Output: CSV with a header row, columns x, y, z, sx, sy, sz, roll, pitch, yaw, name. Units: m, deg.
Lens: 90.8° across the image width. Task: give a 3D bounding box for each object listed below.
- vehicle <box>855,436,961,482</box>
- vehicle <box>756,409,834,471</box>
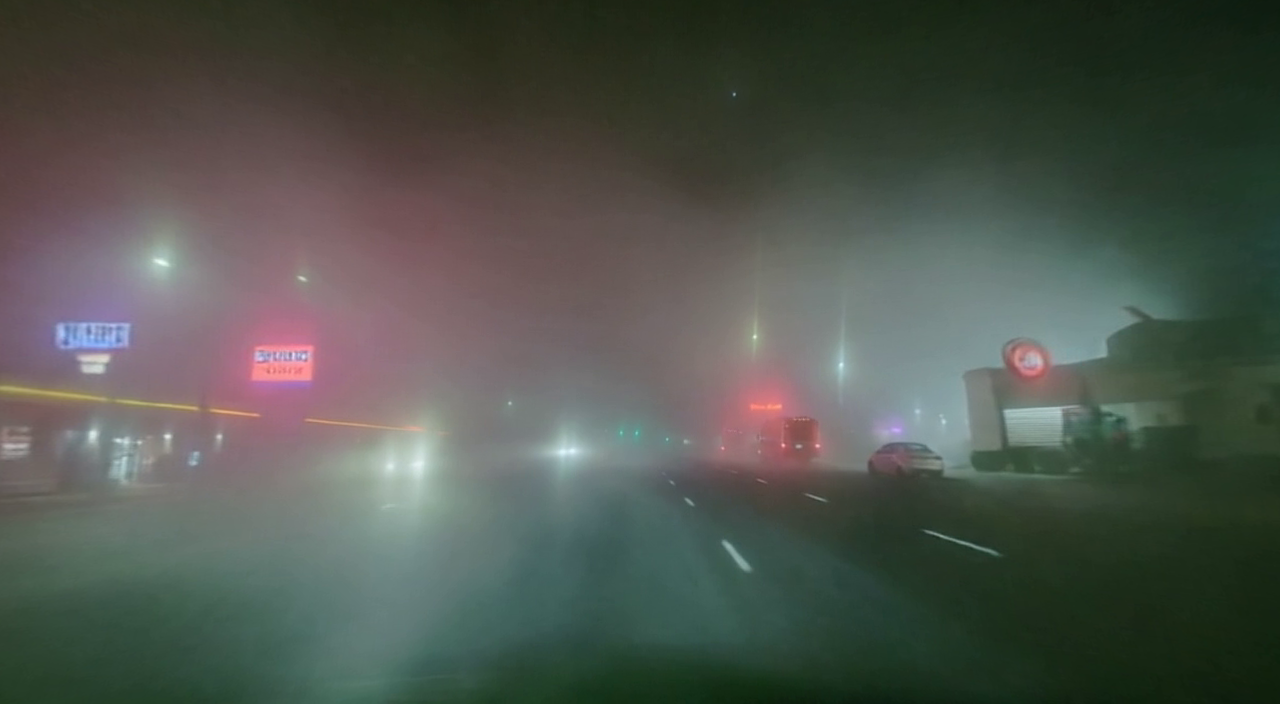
x,y,z,sx,sy,sz,roll,pitch,yaw,name
10.238,4.111,24.581,2.085,1.630,4.403,0,-8,-1,vehicle
9.900,5.797,41.370,2.897,3.584,7.857,1,-8,-2,vehicle
